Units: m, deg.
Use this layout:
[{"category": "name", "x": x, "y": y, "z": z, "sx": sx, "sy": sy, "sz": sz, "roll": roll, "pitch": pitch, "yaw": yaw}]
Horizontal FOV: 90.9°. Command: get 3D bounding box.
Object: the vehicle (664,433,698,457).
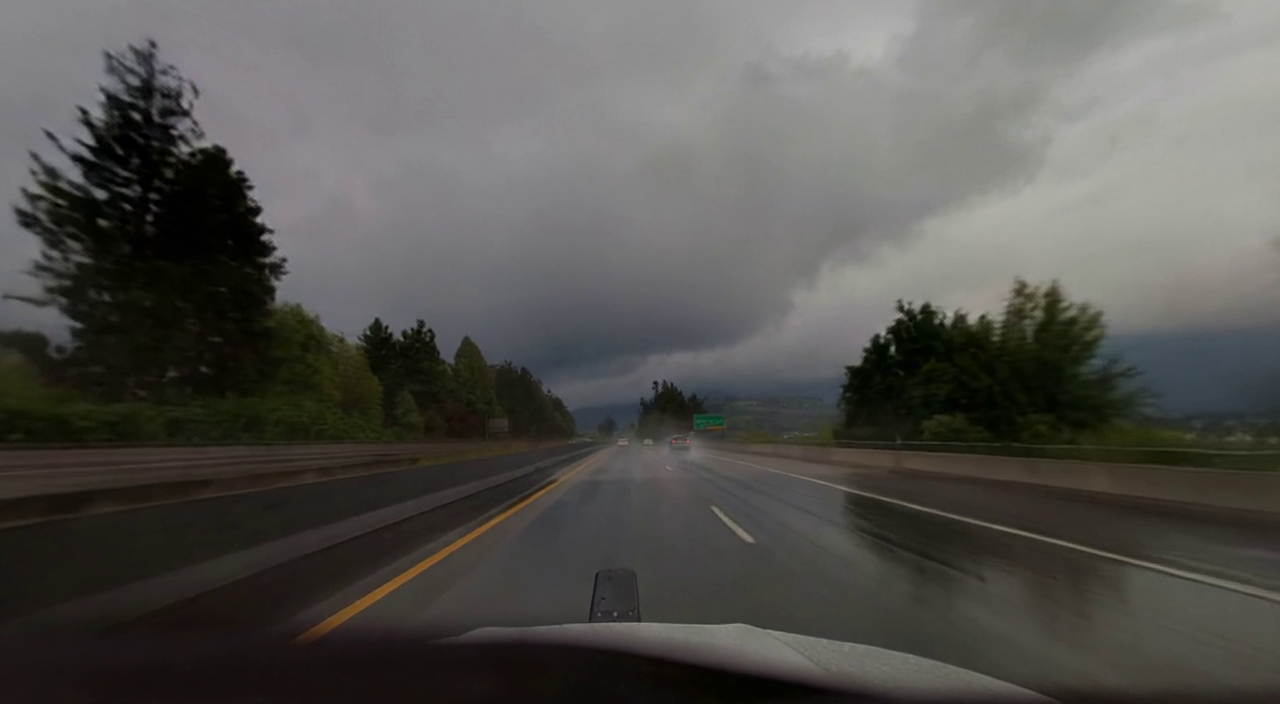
[{"category": "vehicle", "x": 3.040, "y": 6.906, "z": 47.204, "sx": 2.085, "sy": 1.681, "sz": 4.436, "roll": 0, "pitch": -8, "yaw": -2}]
